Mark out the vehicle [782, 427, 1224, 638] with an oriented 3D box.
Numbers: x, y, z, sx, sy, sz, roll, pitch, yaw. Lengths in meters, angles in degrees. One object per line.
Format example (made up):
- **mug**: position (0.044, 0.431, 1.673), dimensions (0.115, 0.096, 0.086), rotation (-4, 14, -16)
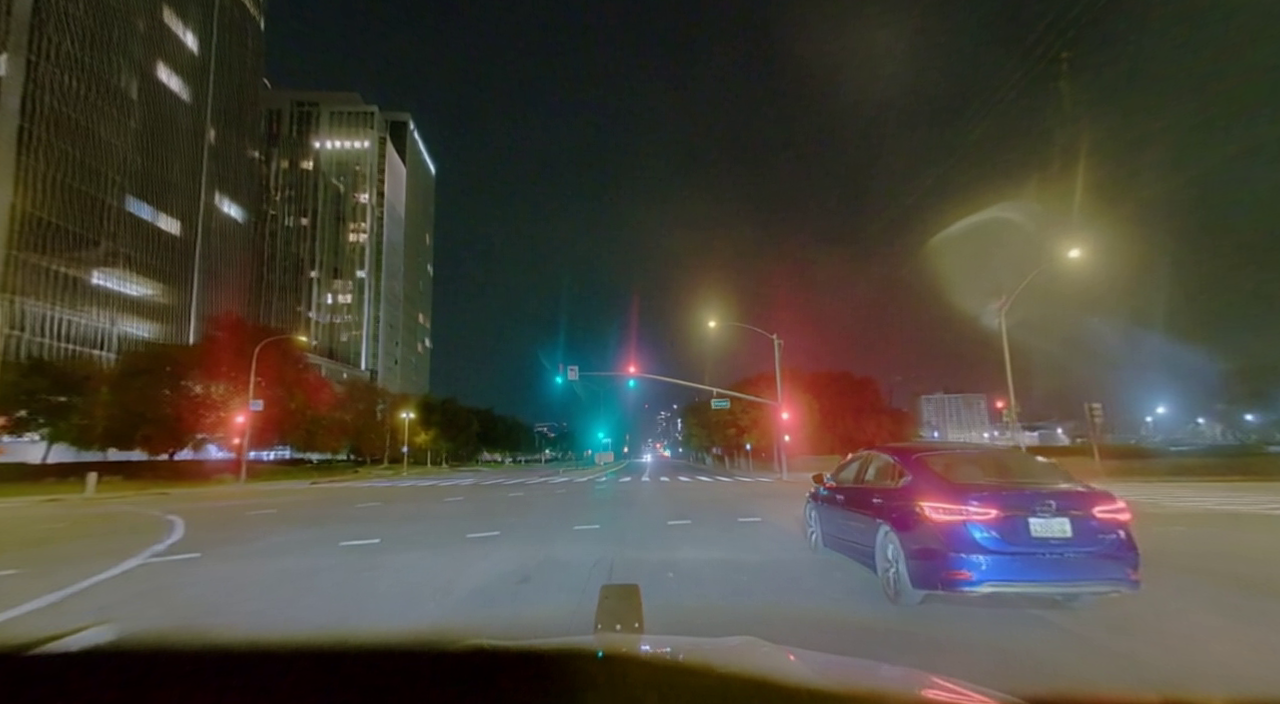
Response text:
- **vehicle**: position (3.240, 1.691, 7.125), dimensions (2.089, 1.539, 4.767), rotation (0, -8, -1)
